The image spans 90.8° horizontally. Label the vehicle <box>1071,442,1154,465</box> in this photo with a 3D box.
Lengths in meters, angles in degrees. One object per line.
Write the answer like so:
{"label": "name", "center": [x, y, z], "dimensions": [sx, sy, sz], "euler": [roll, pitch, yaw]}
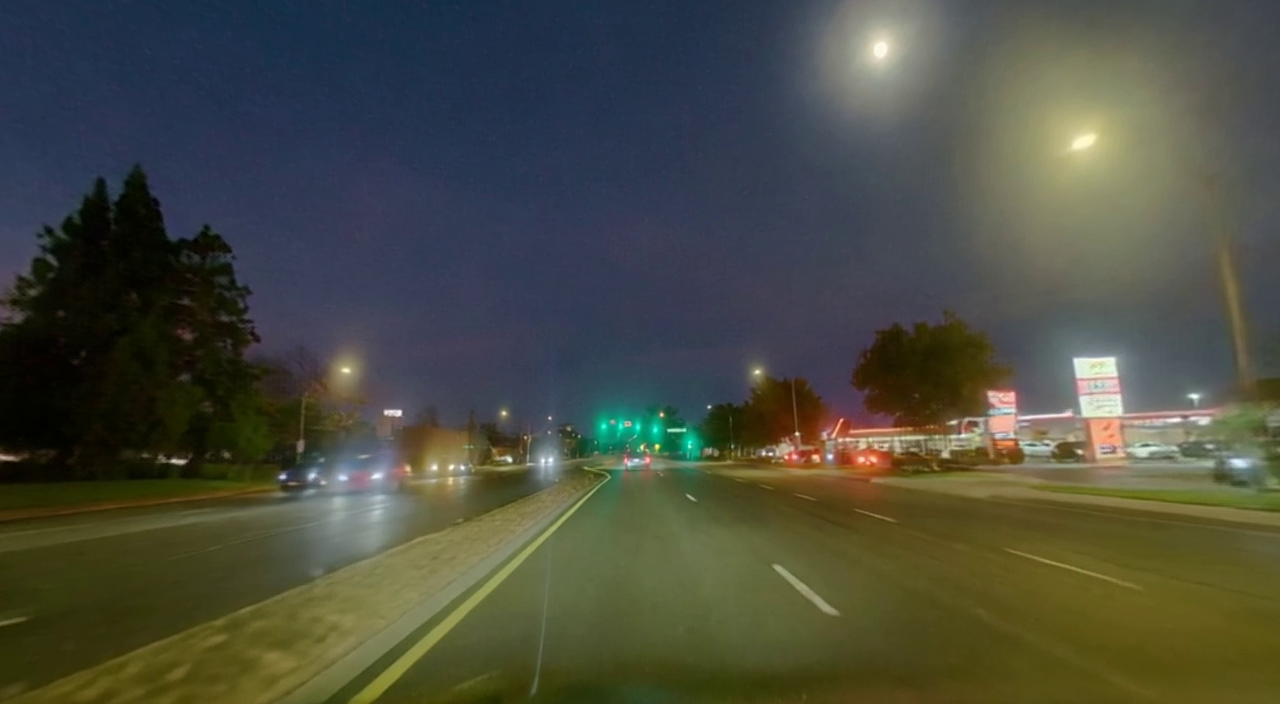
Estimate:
{"label": "vehicle", "center": [32.094, 6.932, 42.992], "dimensions": [4.036, 1.512, 1.856], "euler": [0, -9, 1]}

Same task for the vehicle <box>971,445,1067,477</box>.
{"label": "vehicle", "center": [19.538, 5.569, 32.550], "dimensions": [4.333, 1.532, 2.037], "euler": [4, -10, -25]}

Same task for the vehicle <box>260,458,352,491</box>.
{"label": "vehicle", "center": [-19.766, 7.197, 37.514], "dimensions": [4.346, 1.755, 1.874], "euler": [8, -12, -44]}

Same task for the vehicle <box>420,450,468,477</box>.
{"label": "vehicle", "center": [-14.588, 8.273, 47.268], "dimensions": [2.046, 1.900, 4.689], "euler": [0, -9, 0]}

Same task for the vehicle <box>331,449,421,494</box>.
{"label": "vehicle", "center": [-11.404, 5.134, 27.648], "dimensions": [2.004, 1.787, 4.384], "euler": [0, -9, 0]}
